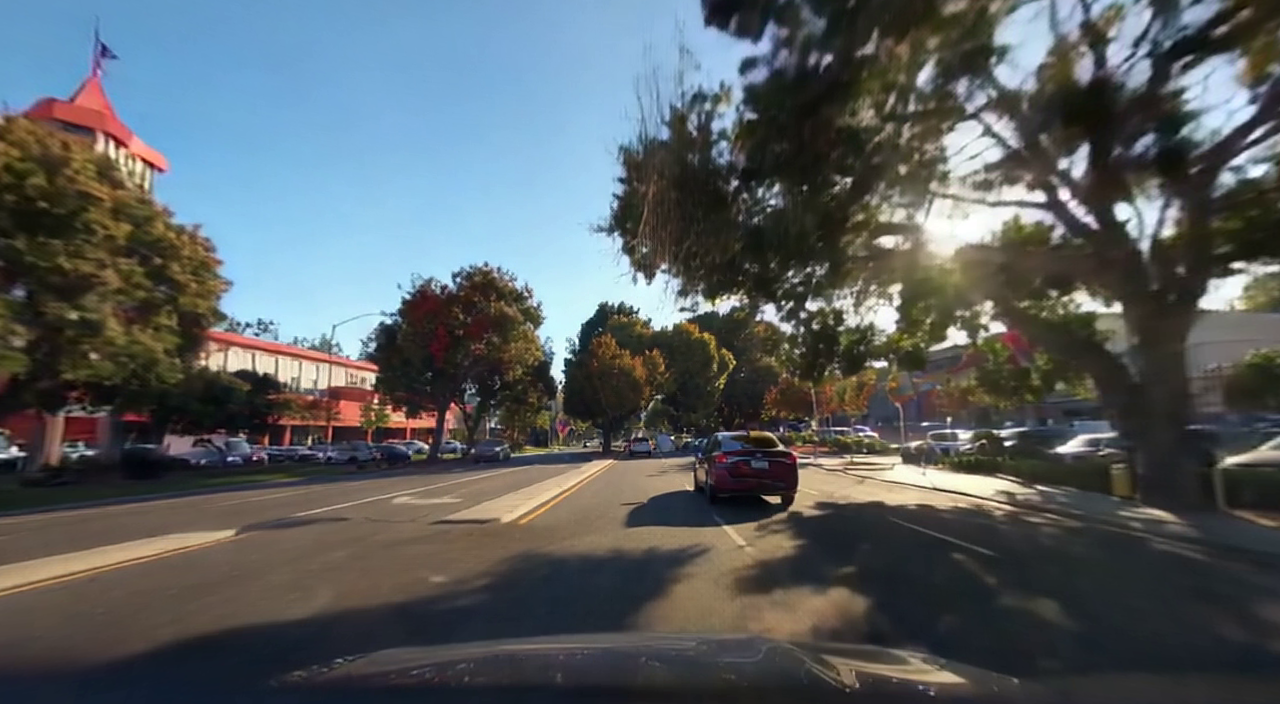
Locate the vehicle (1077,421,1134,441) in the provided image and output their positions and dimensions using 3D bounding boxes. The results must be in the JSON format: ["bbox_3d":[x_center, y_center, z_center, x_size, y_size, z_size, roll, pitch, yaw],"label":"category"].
[{"bbox_3d":[35.114,6.012,47.703,1.842,1.473,4.620,-2,-8,15],"label":"vehicle"}]

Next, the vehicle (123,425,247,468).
[{"bbox_3d":[-35.046,7.274,48.763,7.010,3.172,3.077,0,-8,-1],"label":"vehicle"}]

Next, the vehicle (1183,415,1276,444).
[{"bbox_3d":[32.910,4.400,35.361,1.888,1.467,4.425,-3,-8,16],"label":"vehicle"}]

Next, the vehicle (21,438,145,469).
[{"bbox_3d":[-36.723,6.725,41.701,5.748,1.927,2.252,0,-9,-5],"label":"vehicle"}]

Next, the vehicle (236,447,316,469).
[{"bbox_3d":[-23.329,6.796,40.460,4.077,1.342,1.813,-1,-9,4],"label":"vehicle"}]

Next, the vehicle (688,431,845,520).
[{"bbox_3d":[2.320,2.440,13.047,2.091,1.472,4.697,0,-8,-3],"label":"vehicle"}]
